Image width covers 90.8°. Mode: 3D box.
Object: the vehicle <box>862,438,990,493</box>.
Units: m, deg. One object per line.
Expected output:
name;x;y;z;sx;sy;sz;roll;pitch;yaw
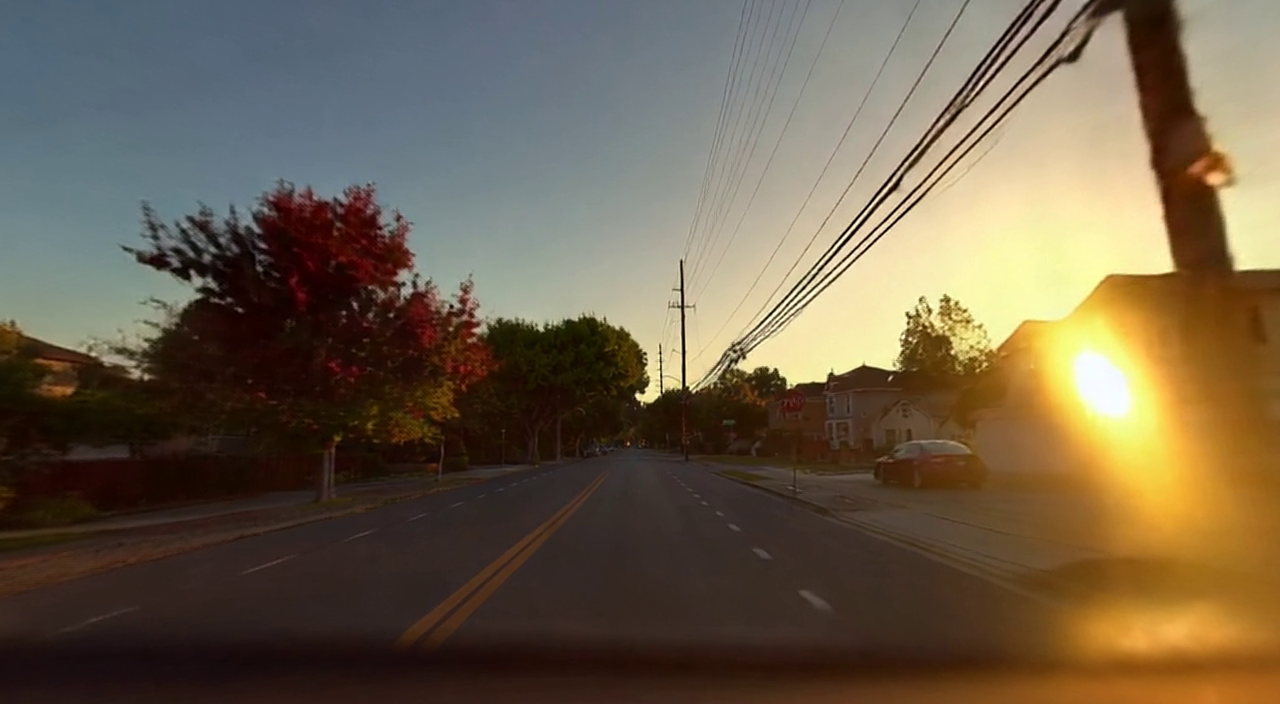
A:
vehicle;8.699;3.471;19.715;1.811;1.491;4.407;0;-8;-2
